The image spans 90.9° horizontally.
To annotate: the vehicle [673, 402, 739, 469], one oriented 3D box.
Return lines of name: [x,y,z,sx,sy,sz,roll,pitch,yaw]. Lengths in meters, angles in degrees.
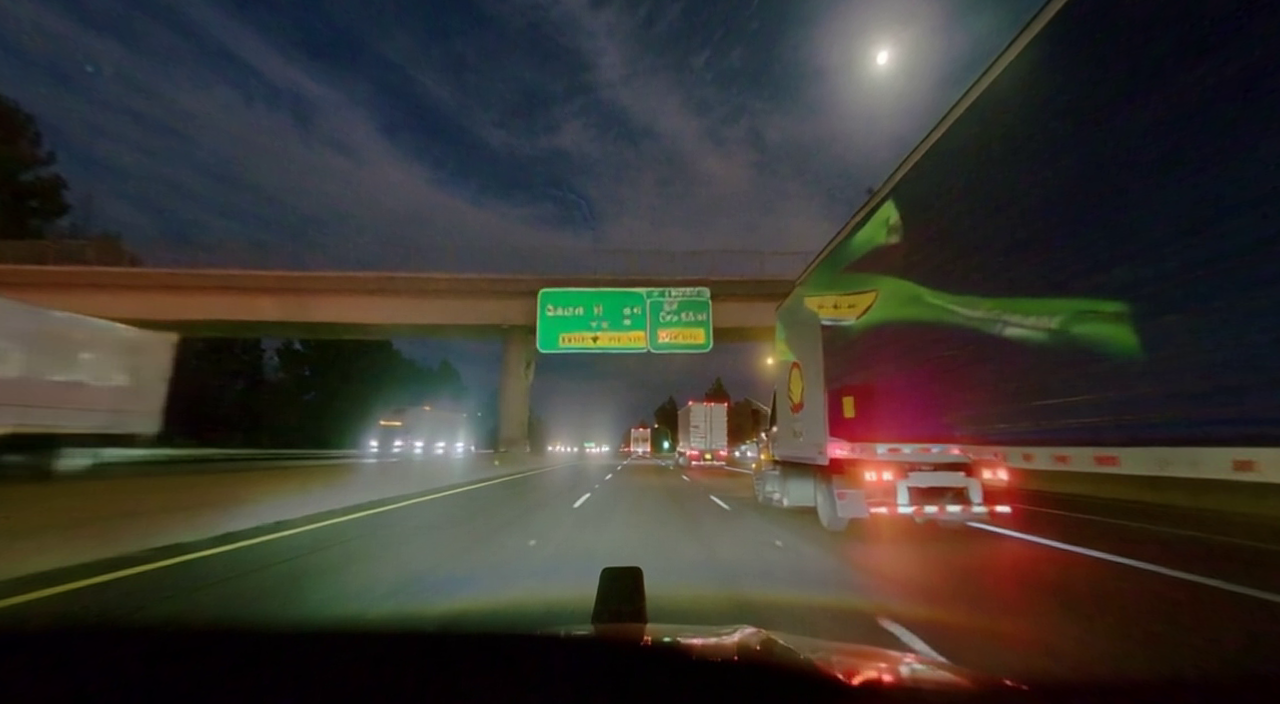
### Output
vehicle: [4.272,6.023,44.598,2.881,3.995,14.382,0,-9,-1]

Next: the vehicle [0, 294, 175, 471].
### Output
vehicle: [-15.849,0.357,11.984,2.918,3.945,14.545,0,-9,0]

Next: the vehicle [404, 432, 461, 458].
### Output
vehicle: [-12.457,5.631,38.161,1.919,1.497,4.531,0,-9,0]

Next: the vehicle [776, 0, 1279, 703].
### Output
vehicle: [4.025,0.008,4.629,2.922,3.987,14.038,0,-9,0]
